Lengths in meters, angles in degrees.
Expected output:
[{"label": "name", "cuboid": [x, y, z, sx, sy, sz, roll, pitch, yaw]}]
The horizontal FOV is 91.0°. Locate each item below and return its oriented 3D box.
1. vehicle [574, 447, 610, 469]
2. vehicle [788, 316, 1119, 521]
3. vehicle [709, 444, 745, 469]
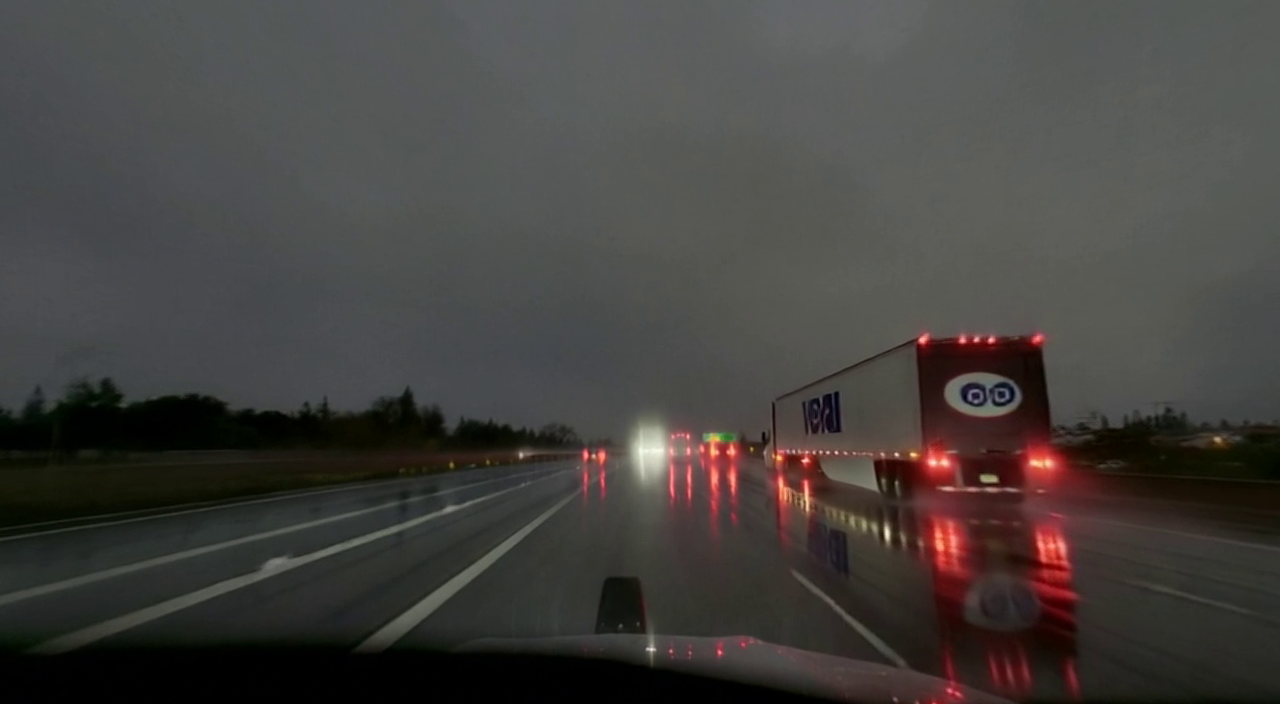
[{"label": "vehicle", "cuboid": [-3.369, 7.589, 45.251, 2.164, 1.507, 4.748, 0, -9, 1]}, {"label": "vehicle", "cuboid": [8.109, 2.474, 20.505, 2.912, 4.143, 15.538, 0, -9, 0]}, {"label": "vehicle", "cuboid": [6.411, 7.738, 46.896, 2.188, 1.727, 4.381, 0, -9, 2]}]
